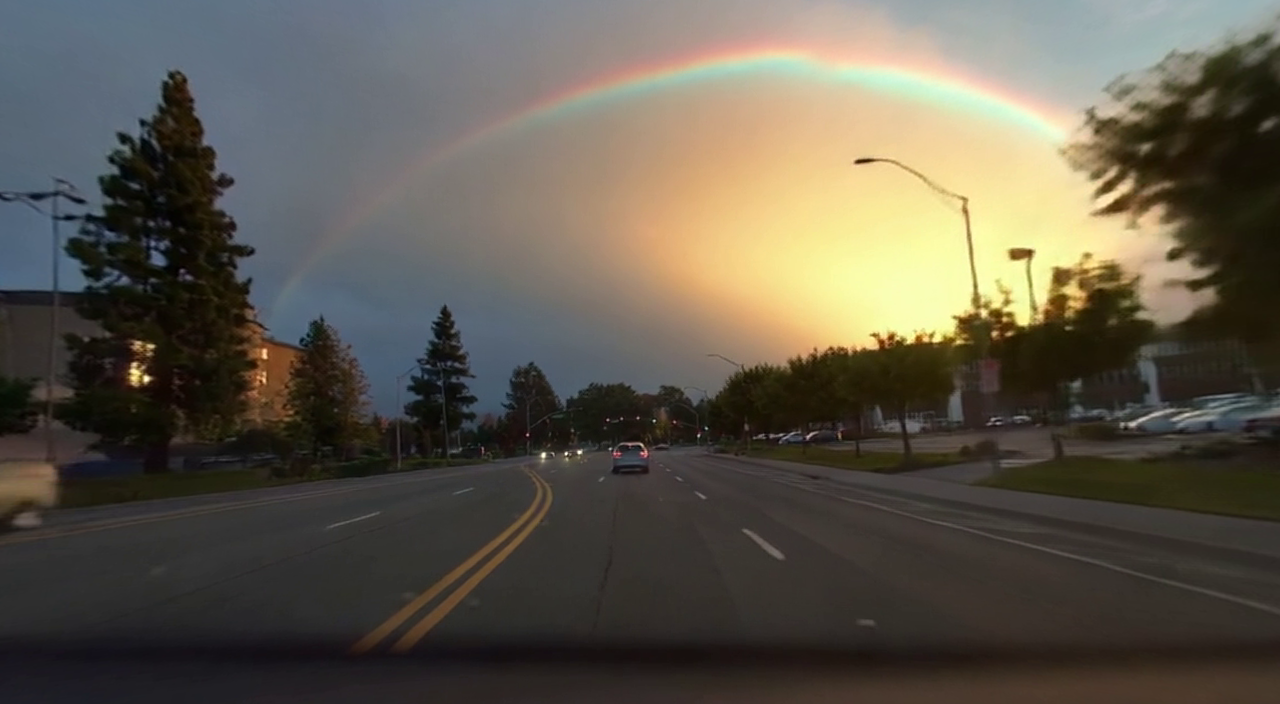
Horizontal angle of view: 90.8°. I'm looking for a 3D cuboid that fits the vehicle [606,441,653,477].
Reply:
[{"bbox_3d":[-0.510,5.256,31.284,2.181,1.639,4.127,0,-9,-1],"label":"vehicle"}]
